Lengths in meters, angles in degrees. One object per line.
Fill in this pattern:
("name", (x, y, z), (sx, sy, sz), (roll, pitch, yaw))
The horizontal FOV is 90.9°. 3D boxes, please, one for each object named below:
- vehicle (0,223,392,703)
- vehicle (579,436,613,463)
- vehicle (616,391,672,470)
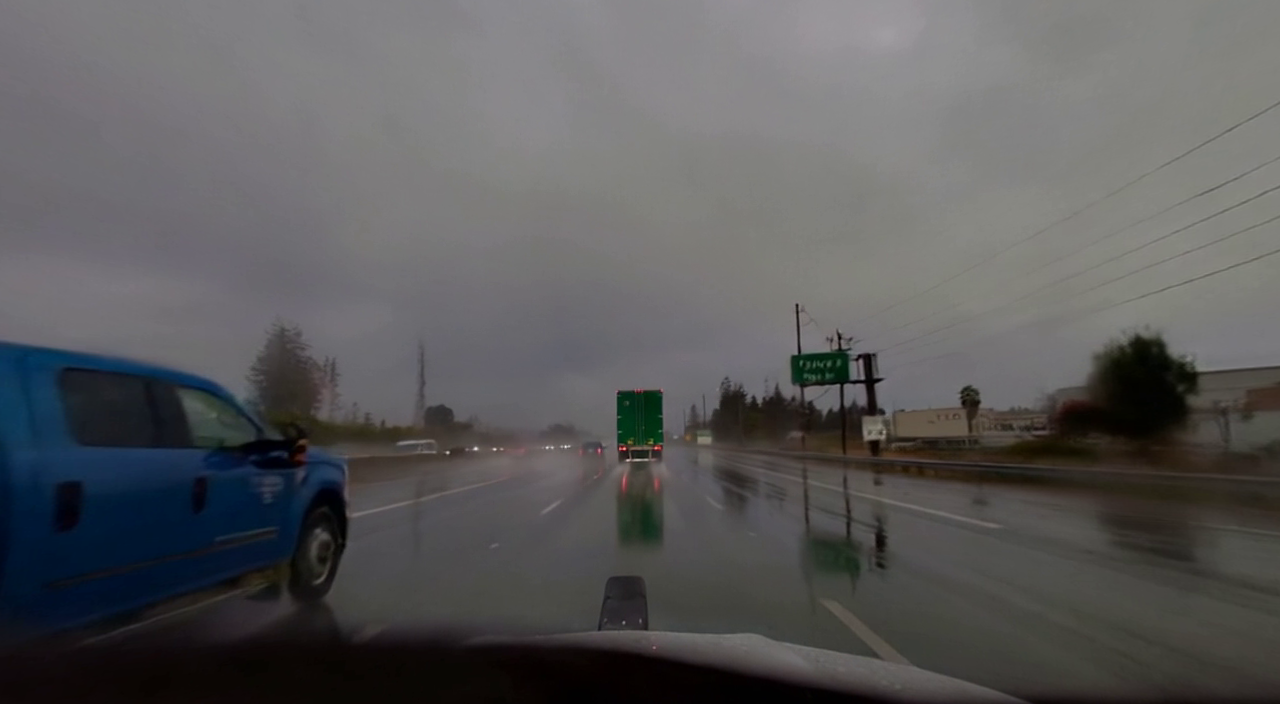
("vehicle", (-3.717, 0.643, 2.528), (2.749, 2.141, 6.515), (0, -8, 1))
("vehicle", (-3.408, 7.653, 49.662), (2.293, 1.923, 5.141), (0, -8, 0))
("vehicle", (0.235, 5.046, 39.487), (2.879, 4.085, 13.125), (0, -8, 0))
